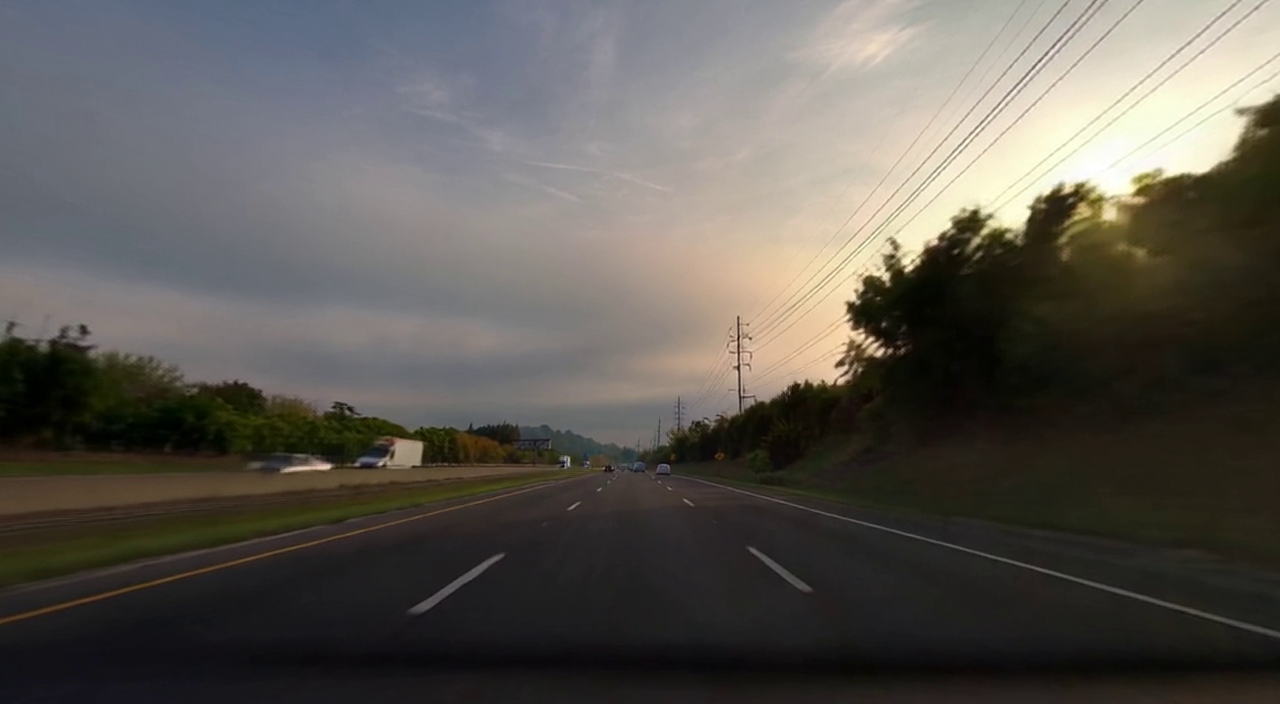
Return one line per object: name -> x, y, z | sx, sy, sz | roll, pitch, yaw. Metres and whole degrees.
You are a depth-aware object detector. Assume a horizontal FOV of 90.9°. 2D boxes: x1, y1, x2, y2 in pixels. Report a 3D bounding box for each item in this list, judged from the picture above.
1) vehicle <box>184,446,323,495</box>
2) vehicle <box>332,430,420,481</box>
vehicle -> -12.944, 4.042, 21.510 | 1.888, 1.464, 4.492 | 0, -10, 0
vehicle -> -17.194, 6.858, 41.644 | 2.713, 3.016, 6.960 | 2, -10, -1
